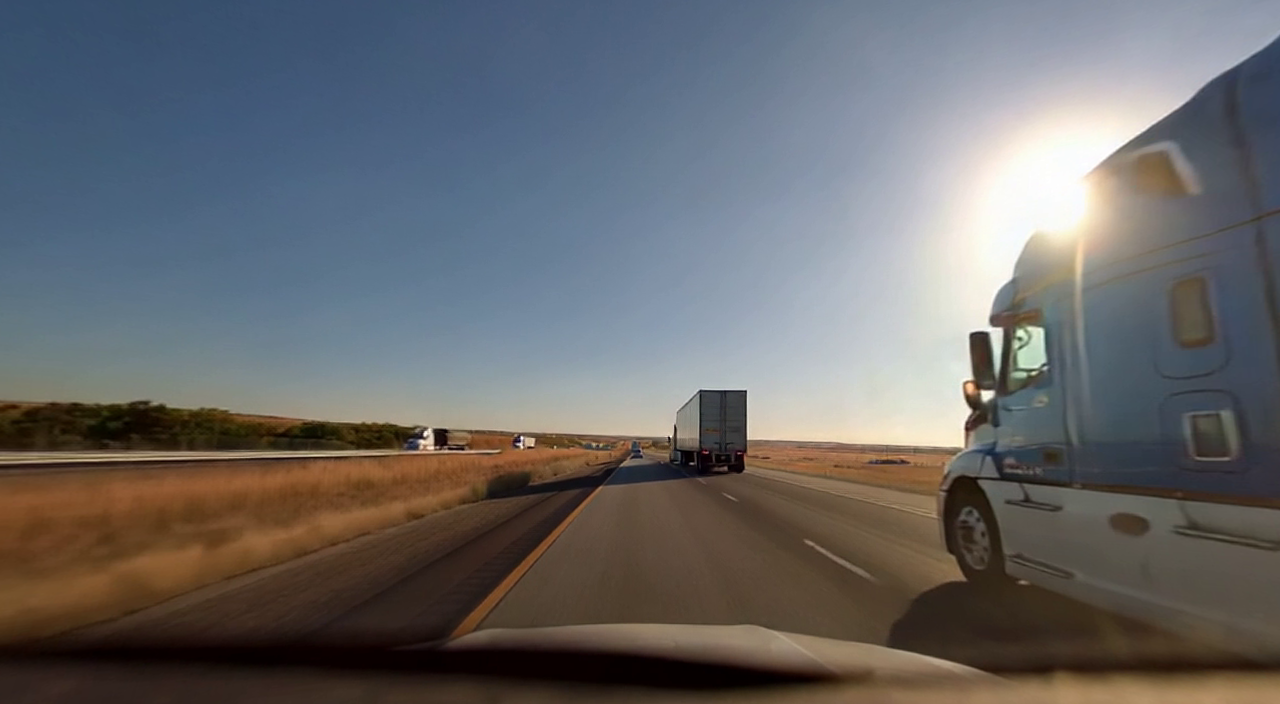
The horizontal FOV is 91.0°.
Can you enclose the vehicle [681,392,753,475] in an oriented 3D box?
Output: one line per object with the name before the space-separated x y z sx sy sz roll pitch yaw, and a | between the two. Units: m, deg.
vehicle | 4.321 5.114 38.567 2.818 4.206 12.987 0 -9 0
